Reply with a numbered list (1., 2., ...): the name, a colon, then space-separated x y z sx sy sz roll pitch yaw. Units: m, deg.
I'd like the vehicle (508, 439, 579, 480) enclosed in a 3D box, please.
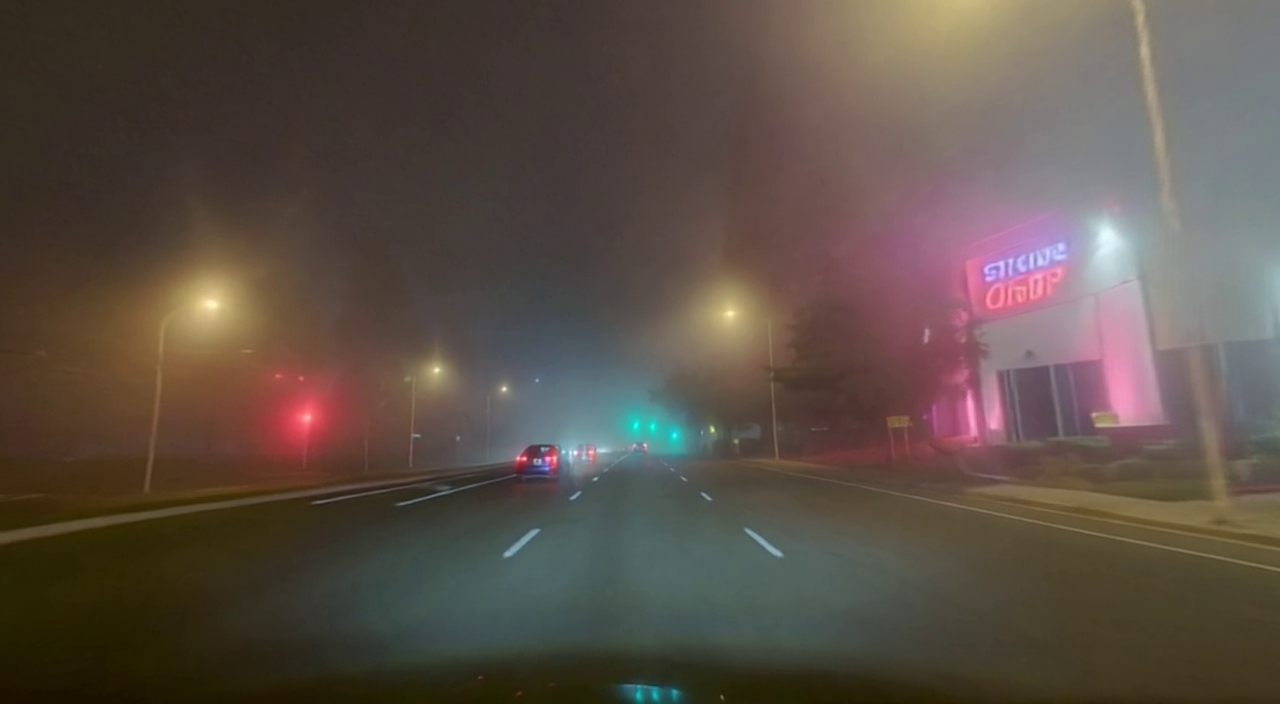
1. vehicle: -3.694 4.205 24.886 2.076 1.444 4.328 0 -8 0
